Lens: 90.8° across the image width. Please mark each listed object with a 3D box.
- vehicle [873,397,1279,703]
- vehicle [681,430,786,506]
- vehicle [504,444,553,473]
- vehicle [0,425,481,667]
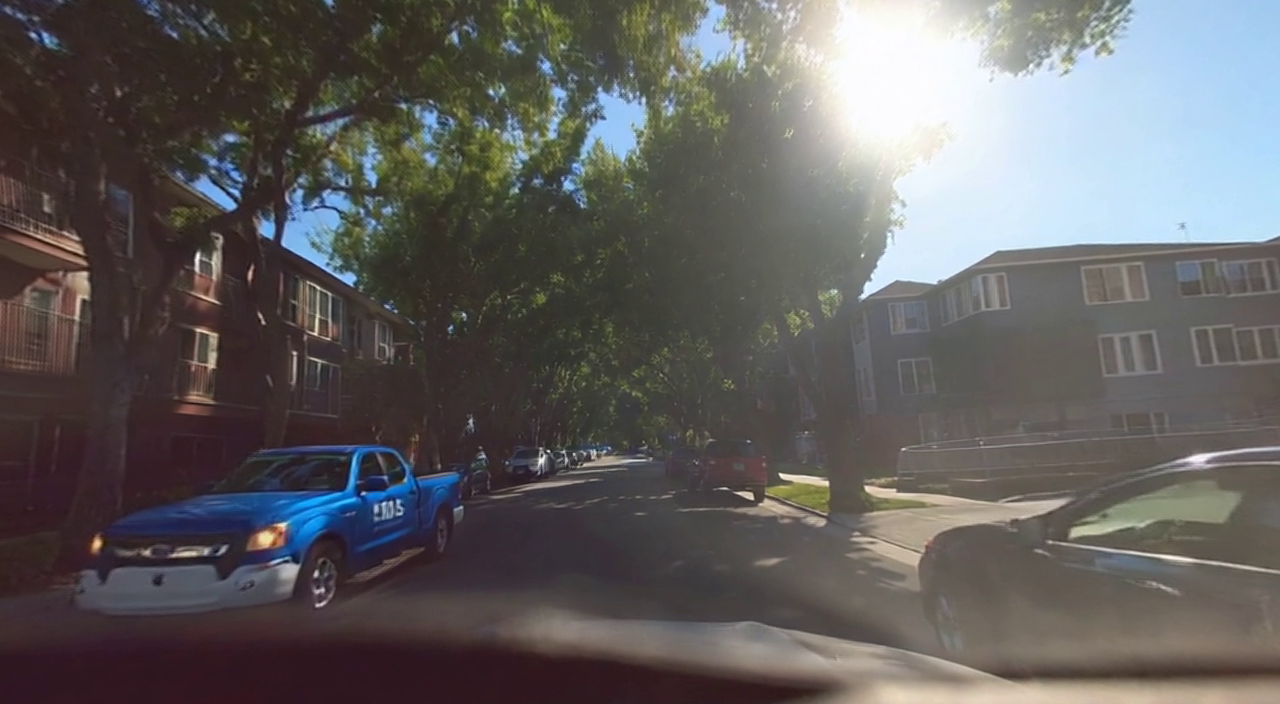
[{"bbox_3d":[2.613,0.896,1.865,1.845,1.479,4.727,0,-8,-3],"label":"vehicle"},{"bbox_3d":[2.207,2.875,16.108,1.878,1.664,4.033,0,-8,-3],"label":"vehicle"},{"bbox_3d":[-6.350,6.087,36.438,1.959,1.490,4.361,0,-7,1],"label":"vehicle"},{"bbox_3d":[-3.228,1.564,6.312,1.966,1.515,4.394,0,-8,2],"label":"vehicle"}]
